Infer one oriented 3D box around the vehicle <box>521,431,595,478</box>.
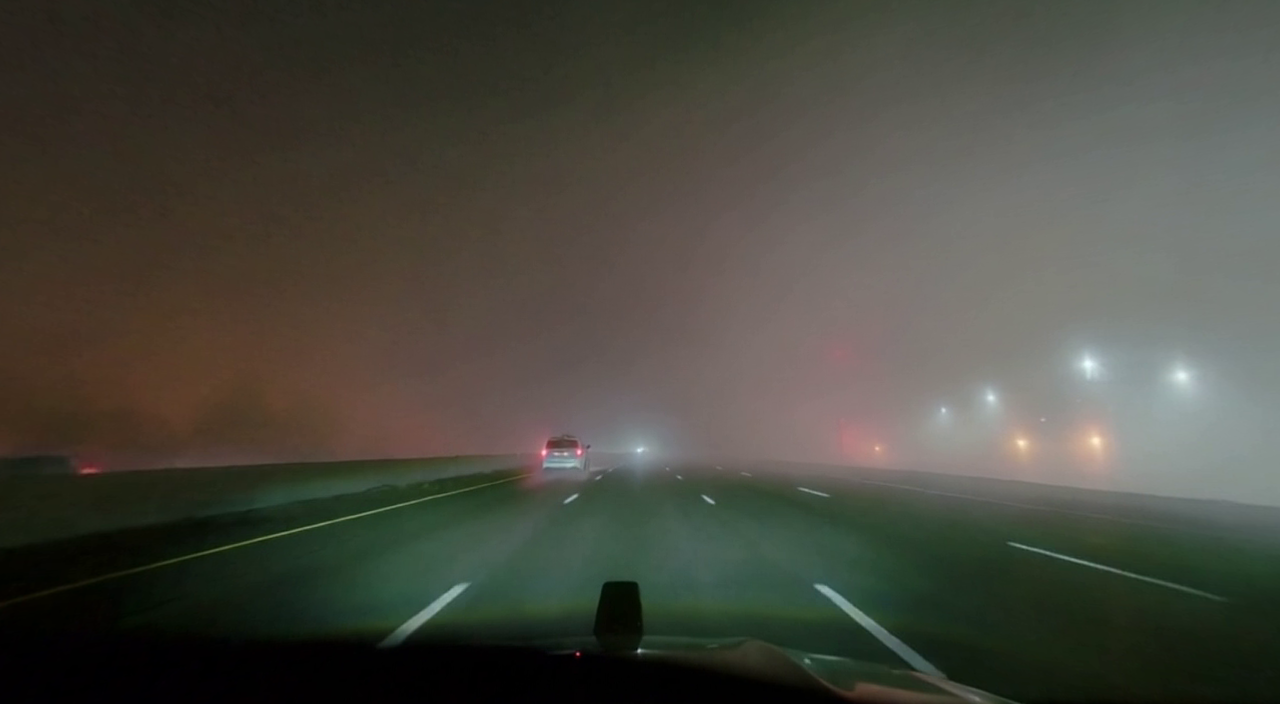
[{"bbox_3d":[-3.622,4.688,29.109,2.431,1.928,5.760,0,-9,2],"label":"vehicle"}]
